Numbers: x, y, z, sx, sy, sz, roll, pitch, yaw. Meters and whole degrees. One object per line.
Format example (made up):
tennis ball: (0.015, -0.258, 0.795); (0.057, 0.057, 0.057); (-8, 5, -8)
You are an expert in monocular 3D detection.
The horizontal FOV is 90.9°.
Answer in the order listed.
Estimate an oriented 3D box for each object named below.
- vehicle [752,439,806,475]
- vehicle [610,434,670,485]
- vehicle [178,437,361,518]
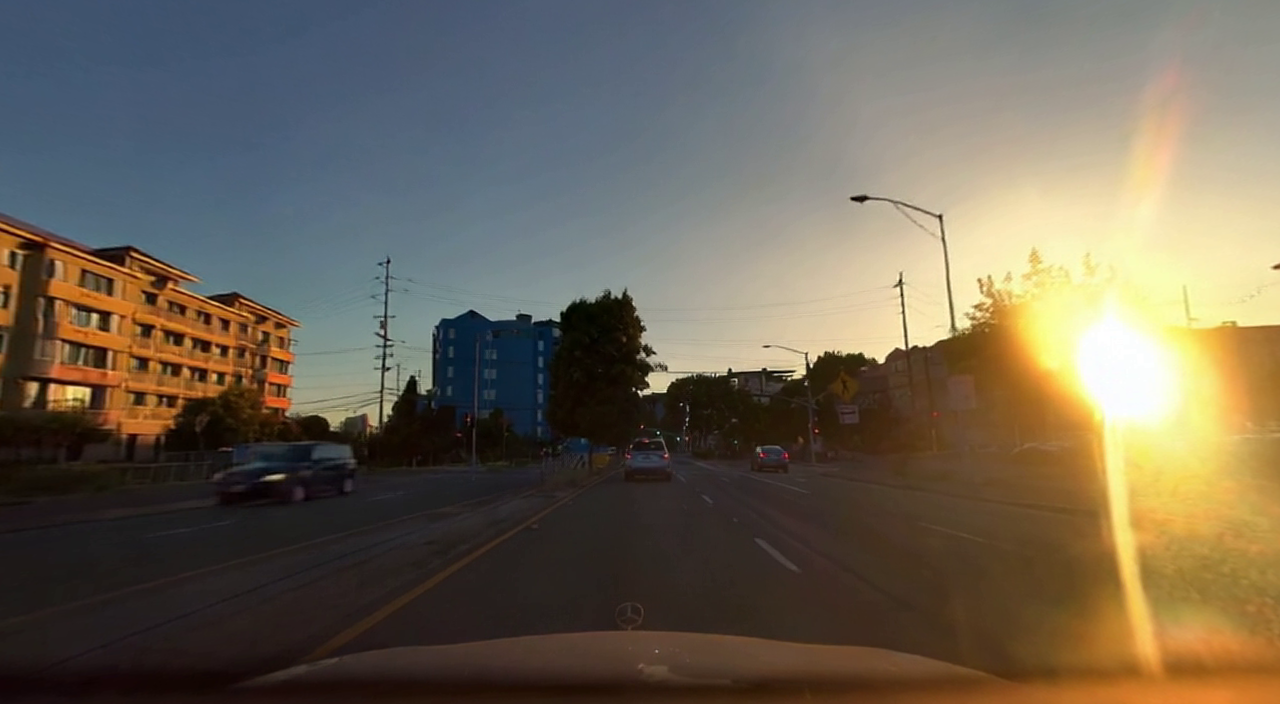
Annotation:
vehicle: (7.222, 5.488, 33.271); (1.952, 1.749, 4.311); (0, -8, 1)
vehicle: (0.035, 4.214, 25.058); (2.160, 1.786, 4.702); (0, -8, 1)
vehicle: (-9.259, 3.129, 16.312); (1.979, 1.794, 4.264); (-1, -8, 2)
